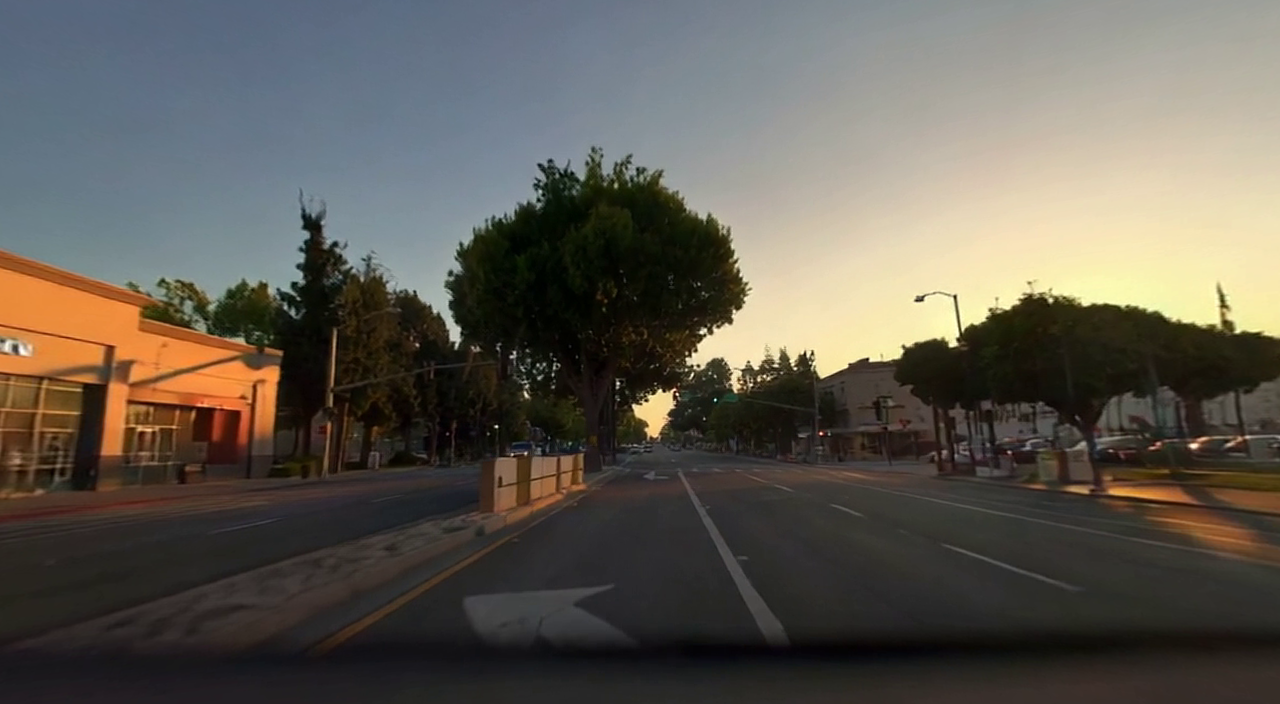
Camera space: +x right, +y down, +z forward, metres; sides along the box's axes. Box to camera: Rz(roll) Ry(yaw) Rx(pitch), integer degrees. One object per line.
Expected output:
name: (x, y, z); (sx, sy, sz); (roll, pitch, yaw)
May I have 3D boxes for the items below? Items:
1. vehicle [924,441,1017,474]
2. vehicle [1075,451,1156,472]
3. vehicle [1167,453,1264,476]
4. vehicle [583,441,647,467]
vehicle: (23.666, 7.552, 45.540); (2.195, 2.201, 5.616); (5, -10, -26)
vehicle: (37.446, 8.595, 49.871); (1.868, 1.566, 4.647); (5, -10, -28)
vehicle: (40.530, 7.881, 44.596); (1.790, 1.474, 4.620); (4, -9, -25)
vehicle: (-1.794, 7.165, 44.567); (2.010, 1.728, 4.408); (8, -12, -44)
